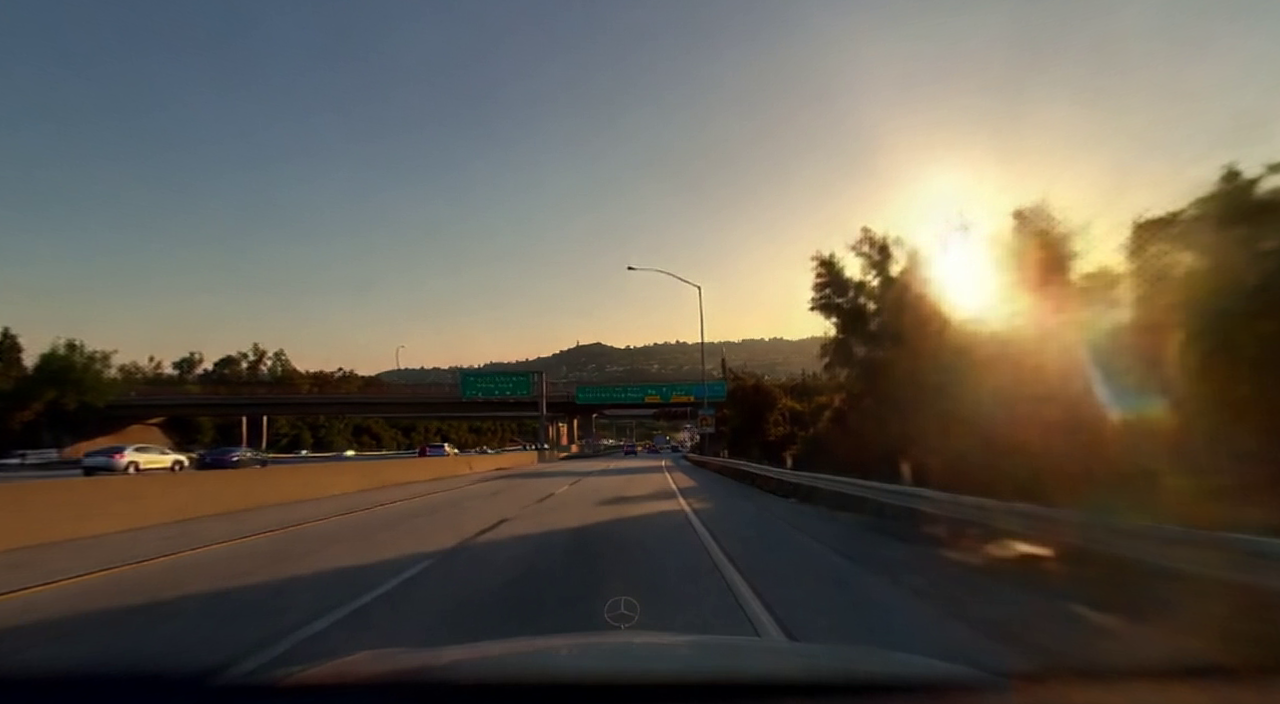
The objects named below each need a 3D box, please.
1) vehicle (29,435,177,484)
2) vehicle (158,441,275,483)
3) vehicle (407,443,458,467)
[{"bbox_3d":[-20.743,4.149,24.719,2.049,1.718,4.445,0,-9,-4],"label":"vehicle"},{"bbox_3d":[-16.888,4.394,25.519,1.829,1.520,4.505,0,-9,-4],"label":"vehicle"},{"bbox_3d":[-14.086,7.001,43.219,2.271,1.537,4.029,0,-8,-3],"label":"vehicle"}]
